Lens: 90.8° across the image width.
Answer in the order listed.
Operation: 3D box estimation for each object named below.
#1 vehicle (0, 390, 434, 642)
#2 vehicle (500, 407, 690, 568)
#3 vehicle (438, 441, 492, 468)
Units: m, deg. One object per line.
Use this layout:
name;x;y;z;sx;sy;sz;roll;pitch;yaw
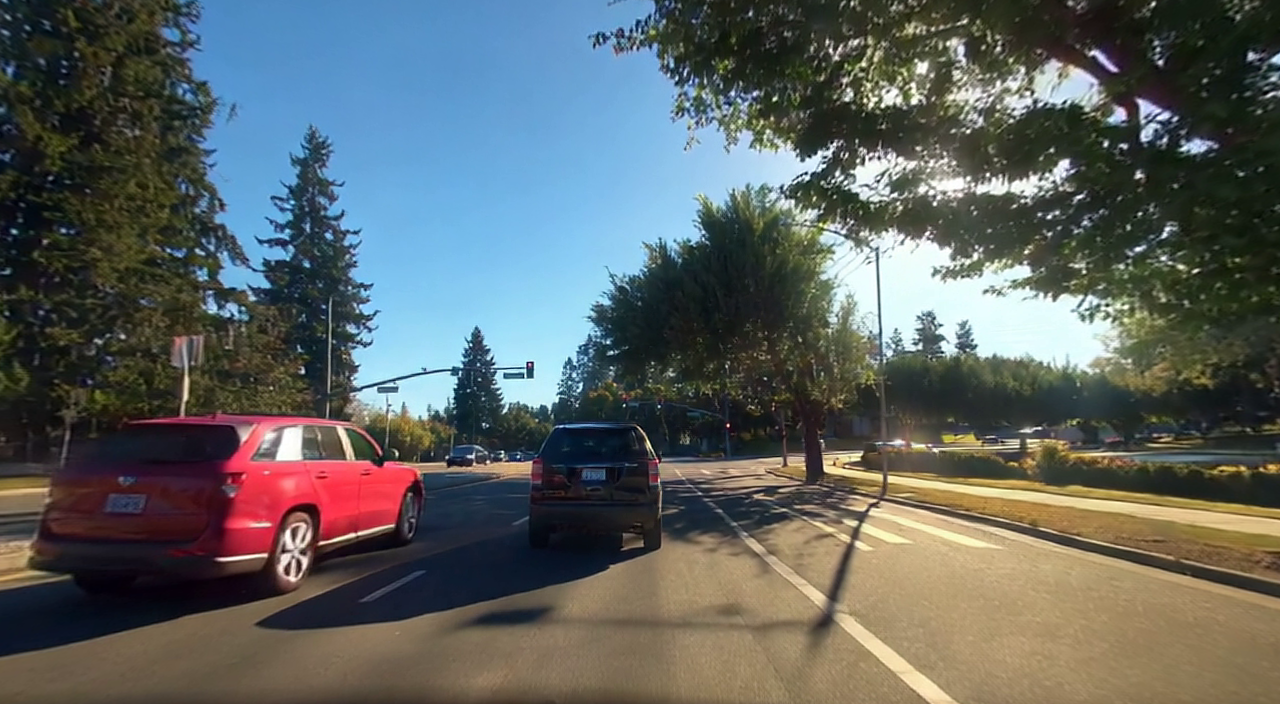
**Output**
vehicle;-3.946;1.418;6.536;2.009;1.673;4.454;0;-8;2
vehicle;-0.460;1.892;9.667;2.131;1.793;5.016;0;-8;1
vehicle;-11.176;6.570;40.712;2.070;1.635;4.559;0;-8;1
